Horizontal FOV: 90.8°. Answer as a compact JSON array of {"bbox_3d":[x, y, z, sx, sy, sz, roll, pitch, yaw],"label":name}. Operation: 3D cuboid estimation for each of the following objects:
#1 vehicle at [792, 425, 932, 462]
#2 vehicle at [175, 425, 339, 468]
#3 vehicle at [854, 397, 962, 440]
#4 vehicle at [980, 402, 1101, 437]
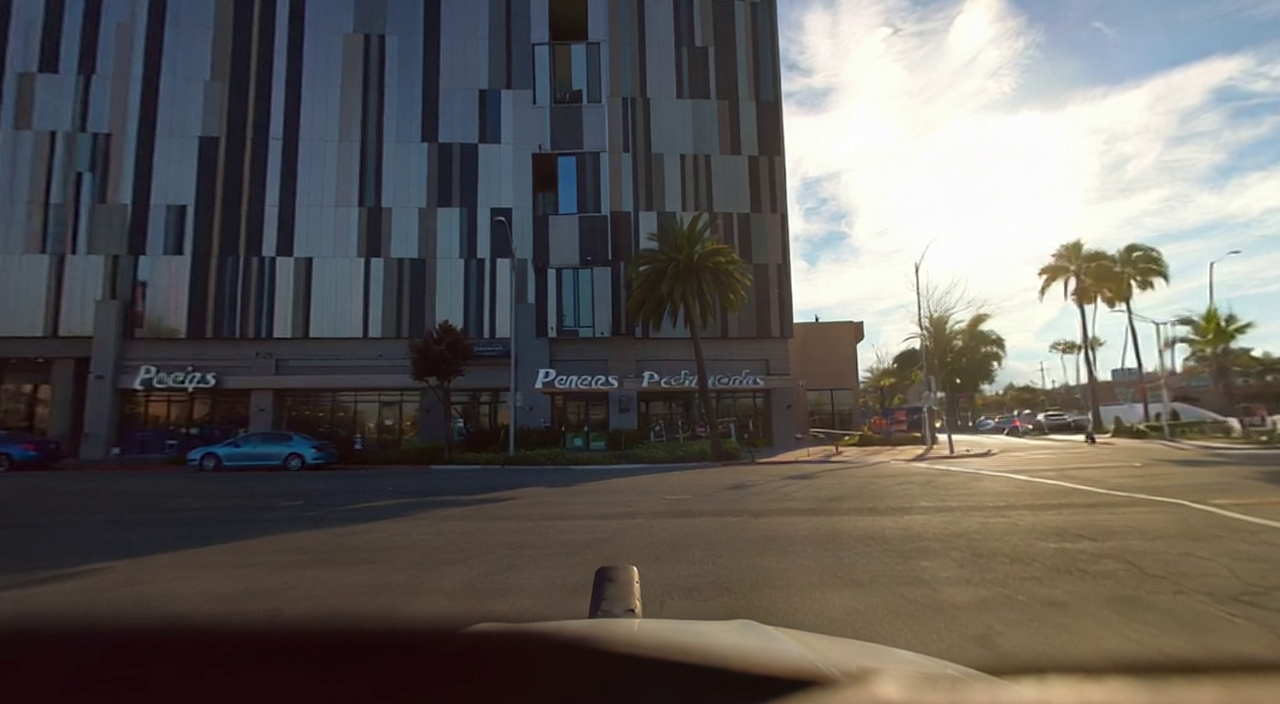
[{"bbox_3d":[8.581,3.556,24.595,4.782,1.371,1.763,1,-9,-5],"label":"vehicle"},{"bbox_3d":[-13.969,3.460,23.229,4.857,1.497,1.811,0,-9,1],"label":"vehicle"},{"bbox_3d":[16.189,4.064,38.366,5.524,2.504,2.196,0,-8,-3],"label":"vehicle"},{"bbox_3d":[28.450,4.845,45.033,7.026,2.329,2.545,1,-6,-4],"label":"vehicle"}]
